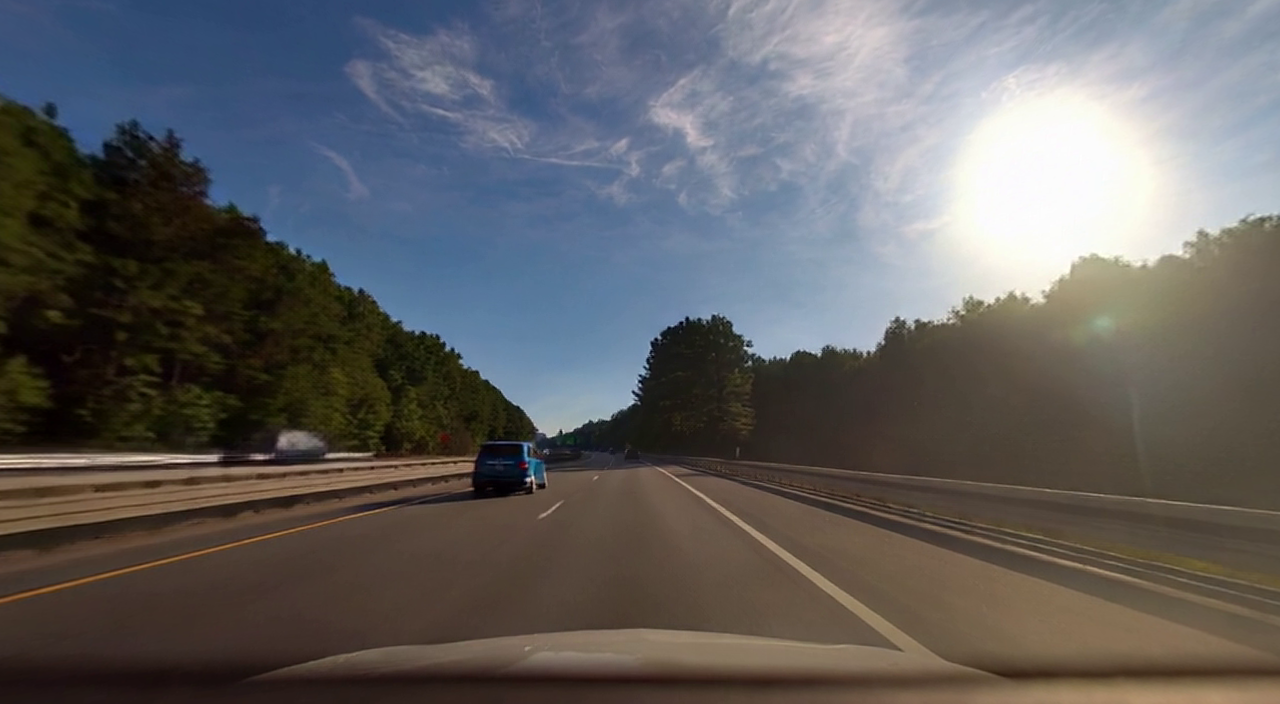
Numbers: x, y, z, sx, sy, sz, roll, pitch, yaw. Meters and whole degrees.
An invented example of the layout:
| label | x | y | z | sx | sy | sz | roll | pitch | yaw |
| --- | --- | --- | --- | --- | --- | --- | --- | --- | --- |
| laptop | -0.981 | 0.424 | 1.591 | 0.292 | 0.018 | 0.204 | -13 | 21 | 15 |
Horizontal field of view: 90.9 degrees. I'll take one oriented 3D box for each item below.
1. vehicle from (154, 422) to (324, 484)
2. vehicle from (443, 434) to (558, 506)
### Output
| label | x | y | z | sx | sy | sz | roll | pitch | yaw |
| --- | --- | --- | --- | --- | --- | --- | --- | --- | --- |
| vehicle | -12.022 | 3.102 | 19.415 | 2.072 | 1.634 | 4.756 | 0 | -9 | 0 |
| vehicle | -3.709 | 3.251 | 17.762 | 2.135 | 1.755 | 4.476 | 0 | -9 | 1 |
